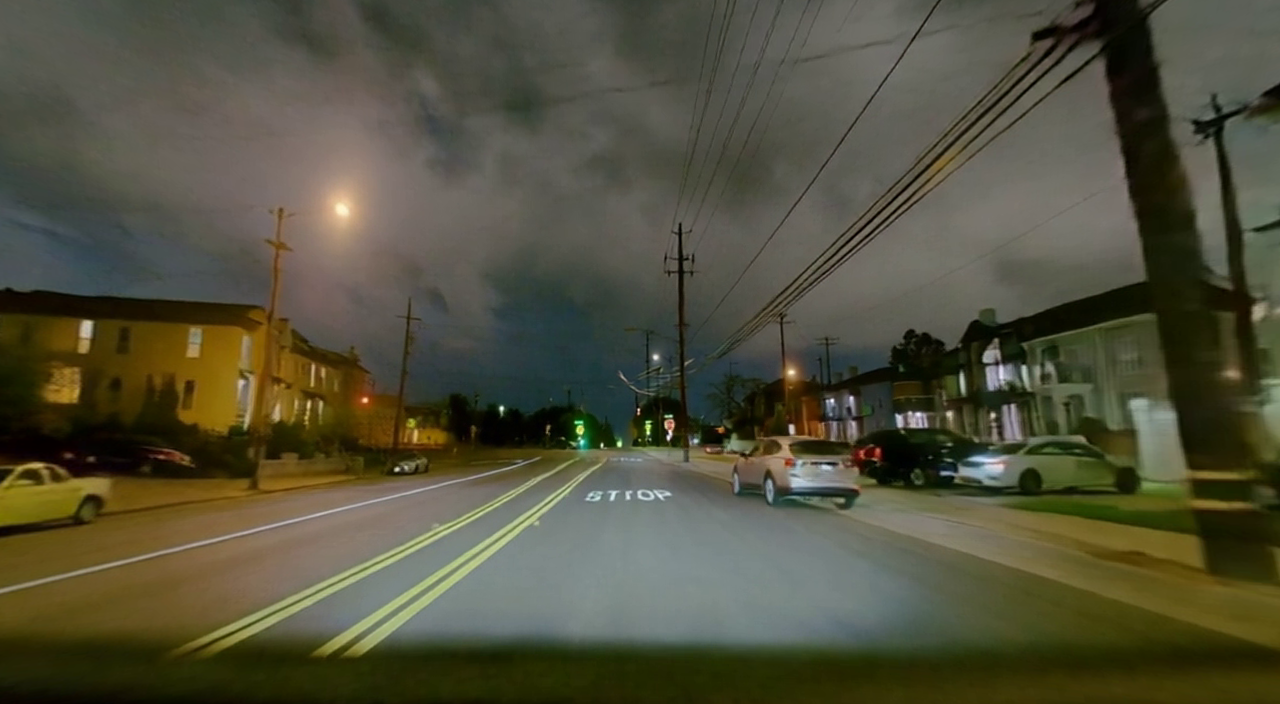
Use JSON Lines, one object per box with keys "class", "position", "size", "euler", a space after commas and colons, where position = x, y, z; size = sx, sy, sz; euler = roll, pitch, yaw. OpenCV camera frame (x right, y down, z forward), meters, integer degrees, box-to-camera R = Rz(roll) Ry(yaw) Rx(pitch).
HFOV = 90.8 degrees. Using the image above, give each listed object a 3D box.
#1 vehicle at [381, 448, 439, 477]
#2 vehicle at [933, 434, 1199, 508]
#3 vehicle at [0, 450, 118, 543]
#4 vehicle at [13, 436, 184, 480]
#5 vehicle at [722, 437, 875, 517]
{"class": "vehicle", "position": [-12.959, 6.229, 35.844], "size": [1.957, 1.459, 4.913], "euler": [1, -8, -7]}
{"class": "vehicle", "position": [9.317, 2.641, 14.420], "size": [4.658, 1.465, 2.025], "euler": [-4, -9, 24]}
{"class": "vehicle", "position": [-11.695, 2.517, 11.136], "size": [1.936, 1.516, 3.647], "euler": [0, -8, -3]}
{"class": "vehicle", "position": [-21.597, 4.219, 25.373], "size": [4.819, 1.646, 2.093], "euler": [0, -8, -2]}
{"class": "vehicle", "position": [3.205, 2.642, 13.951], "size": [1.917, 1.434, 4.733], "euler": [0, -8, -3]}
